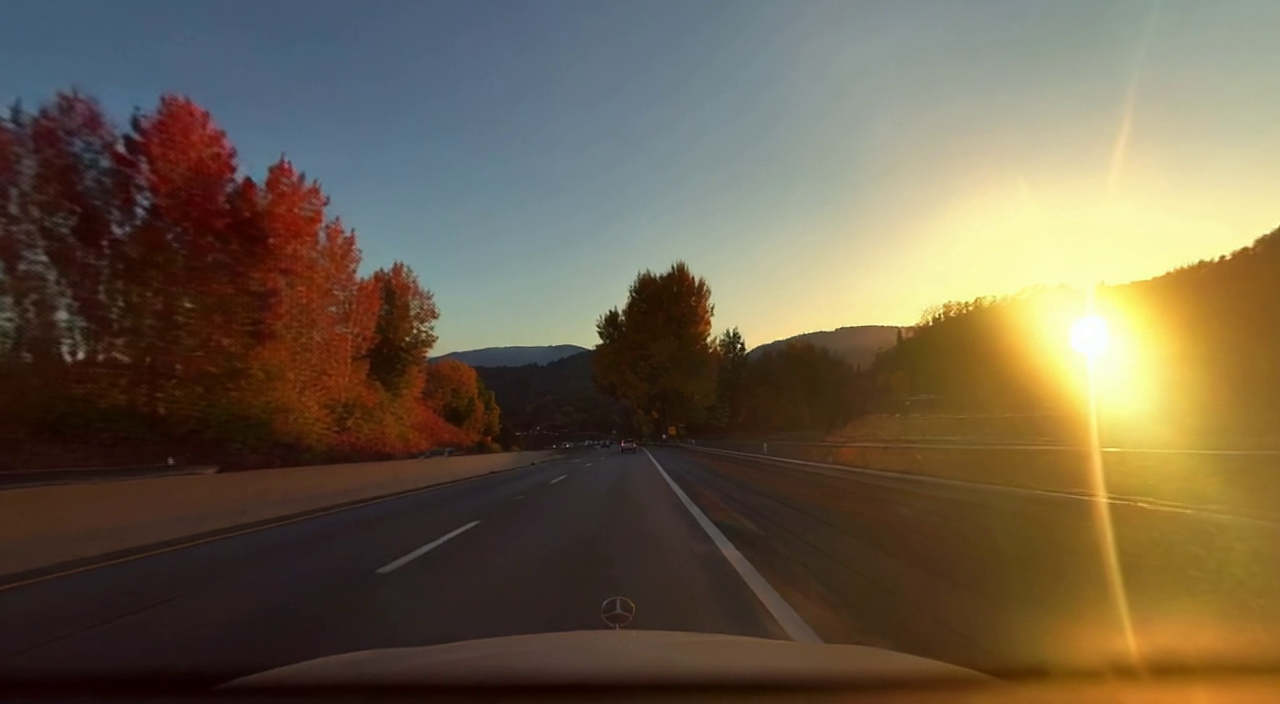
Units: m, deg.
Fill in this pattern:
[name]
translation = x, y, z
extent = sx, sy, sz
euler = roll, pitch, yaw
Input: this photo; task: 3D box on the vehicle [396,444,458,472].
[vehicle]
translation = -12.374, 6.165, 36.843
extent = 2.073, 1.486, 4.290
euler = -1, -8, 1
